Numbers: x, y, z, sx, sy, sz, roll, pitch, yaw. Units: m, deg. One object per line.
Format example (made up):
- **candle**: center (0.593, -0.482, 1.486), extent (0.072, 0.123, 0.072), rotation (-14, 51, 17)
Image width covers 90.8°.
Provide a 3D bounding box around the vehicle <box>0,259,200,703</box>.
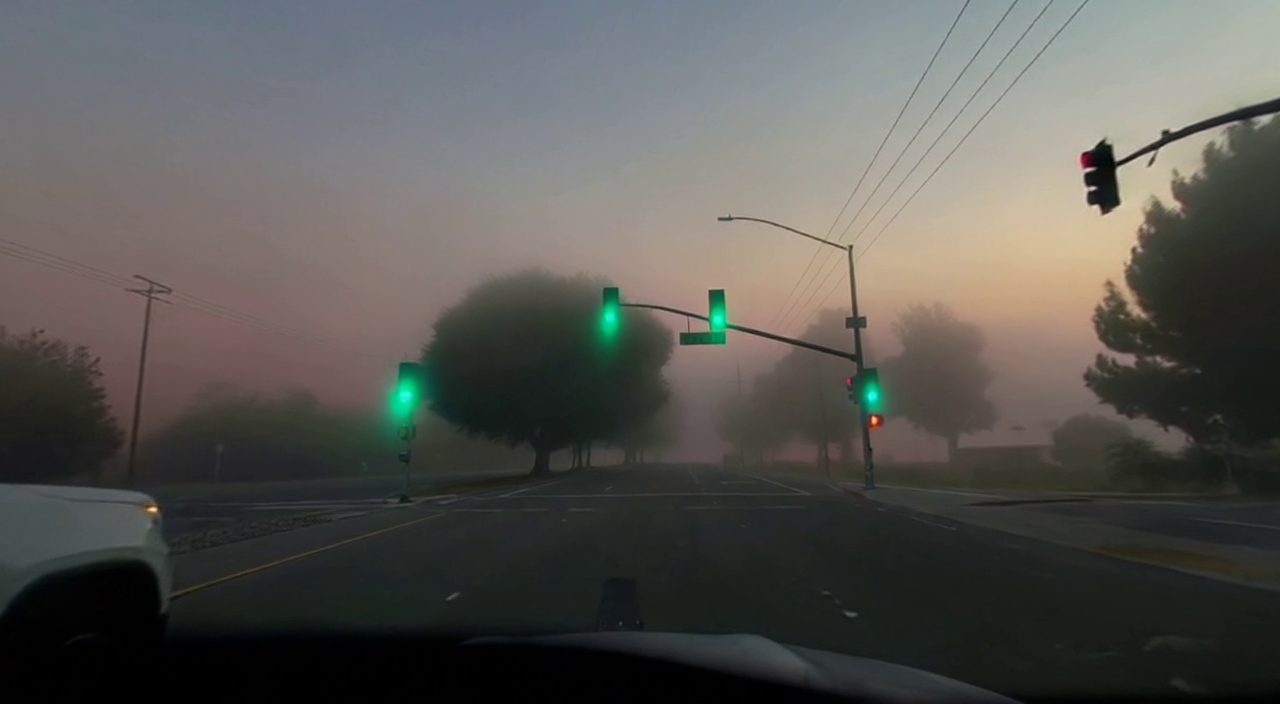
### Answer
- **vehicle**: center (-3.446, 0.408, 0.456), extent (2.374, 1.985, 5.391), rotation (0, -8, 0)
